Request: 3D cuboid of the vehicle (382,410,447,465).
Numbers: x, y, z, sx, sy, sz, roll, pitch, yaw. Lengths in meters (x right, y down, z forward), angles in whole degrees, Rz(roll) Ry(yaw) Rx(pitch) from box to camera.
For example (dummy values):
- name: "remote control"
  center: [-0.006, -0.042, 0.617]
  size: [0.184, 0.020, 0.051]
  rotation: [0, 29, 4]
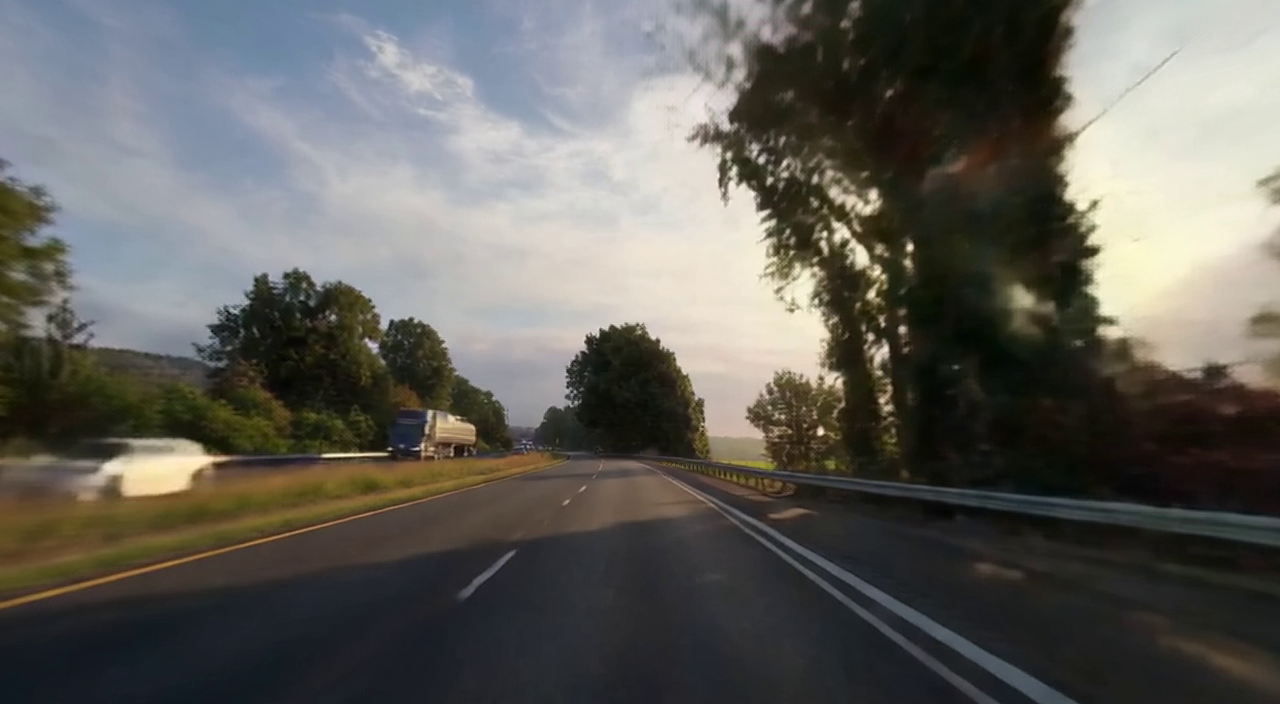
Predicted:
- name: "vehicle"
  center: [-17.214, 6.667, 48.528]
  size: [3.031, 3.950, 5.826]
  rotation: [0, -9, -3]

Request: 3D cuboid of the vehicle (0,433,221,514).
- name: "vehicle"
  center: [-12.012, 2.615, 13.996]
  size: [2.540, 1.509, 4.188]
  rotation: [0, -9, -1]
